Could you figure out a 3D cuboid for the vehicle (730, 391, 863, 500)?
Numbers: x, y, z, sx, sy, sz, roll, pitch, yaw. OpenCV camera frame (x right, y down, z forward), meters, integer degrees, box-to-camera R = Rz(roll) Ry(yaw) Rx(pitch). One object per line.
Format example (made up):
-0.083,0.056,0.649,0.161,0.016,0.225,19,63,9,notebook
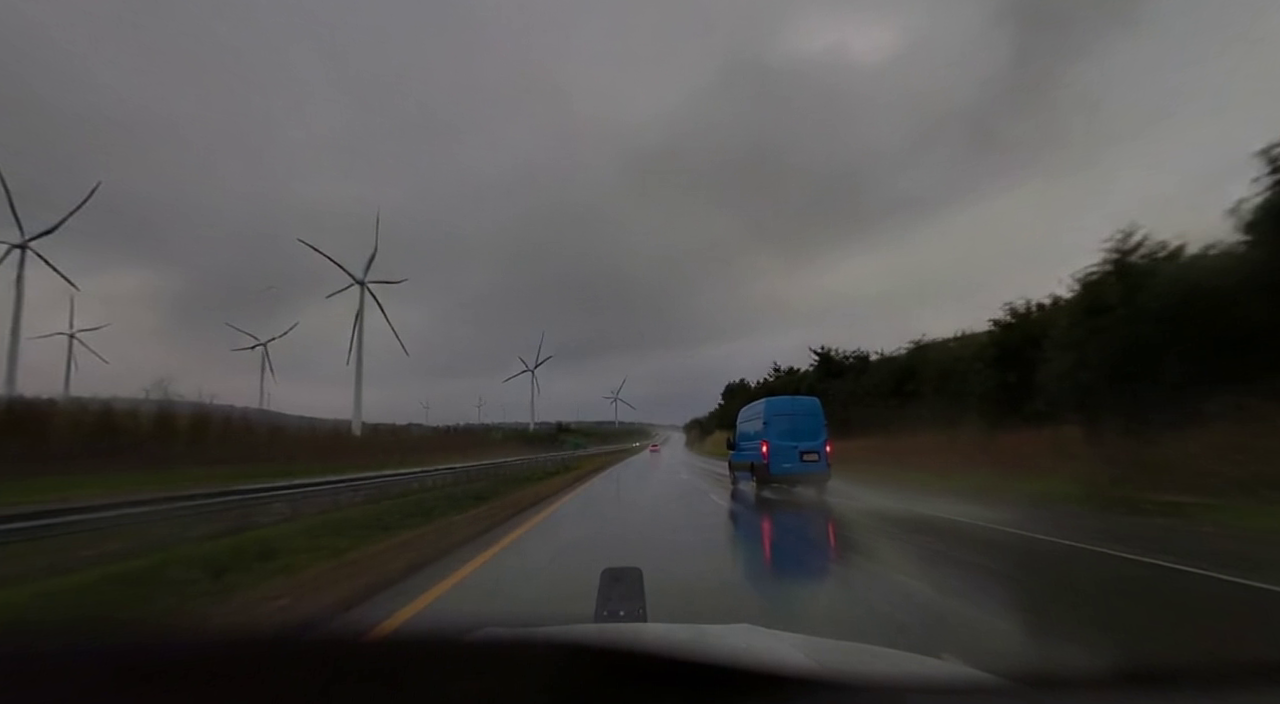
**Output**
4.372,2.789,18.788,2.437,2.735,5.507,0,-9,-1,vehicle
